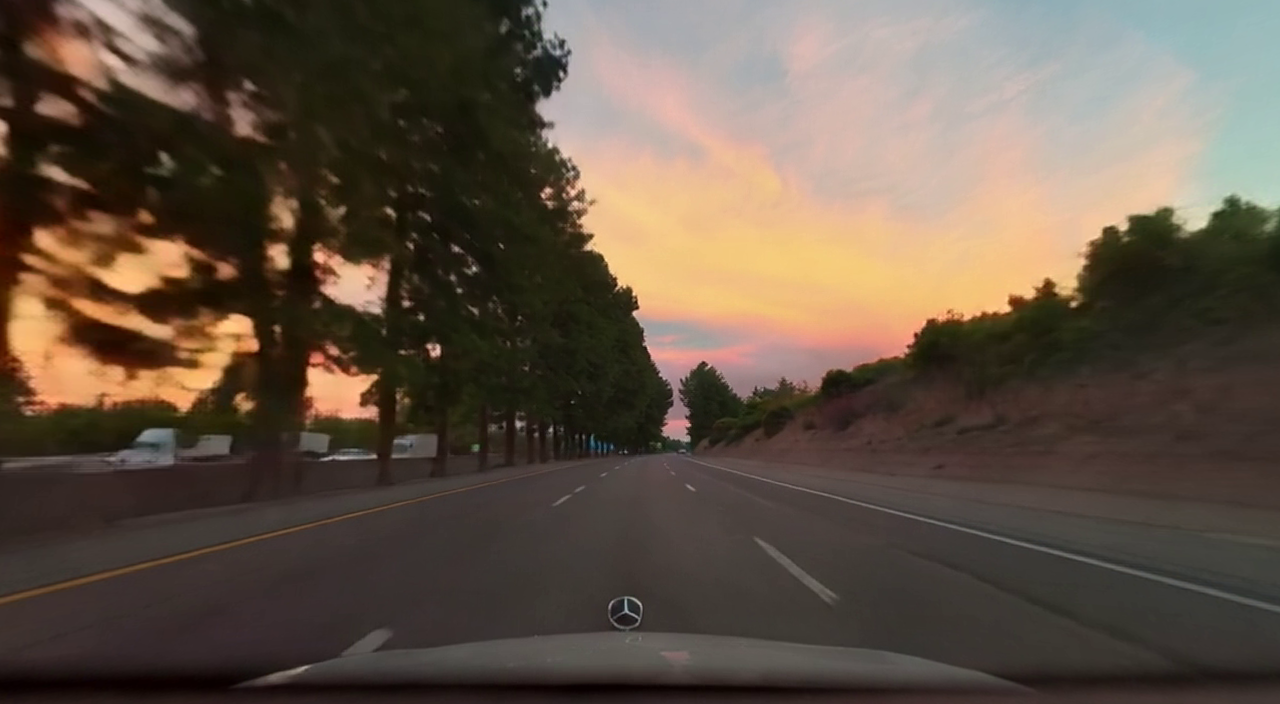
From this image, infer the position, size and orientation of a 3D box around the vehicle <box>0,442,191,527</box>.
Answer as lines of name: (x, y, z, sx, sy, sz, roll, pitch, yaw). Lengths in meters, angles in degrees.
vehicle: (-11.910, 2.658, 13.154, 1.865, 1.461, 4.310, 0, -9, 0)

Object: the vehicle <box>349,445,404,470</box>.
vehicle: (-19.055, 7.645, 45.740, 2.017, 1.682, 4.394, 0, -9, 1)

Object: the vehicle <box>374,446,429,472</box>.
vehicle: (-15.230, 6.858, 40.512, 1.824, 1.545, 4.057, -1, -9, 2)
